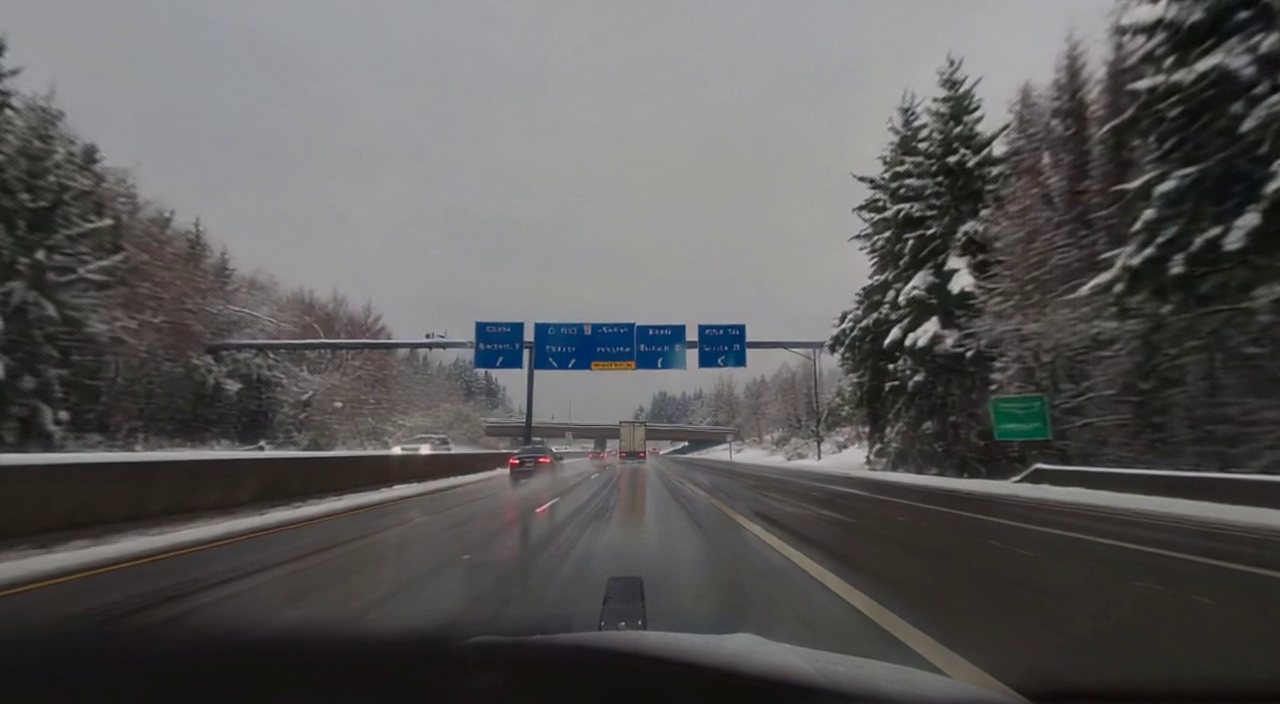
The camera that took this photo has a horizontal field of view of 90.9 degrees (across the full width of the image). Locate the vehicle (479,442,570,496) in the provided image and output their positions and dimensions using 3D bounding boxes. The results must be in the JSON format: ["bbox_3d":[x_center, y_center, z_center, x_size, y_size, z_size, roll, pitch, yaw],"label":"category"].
[{"bbox_3d":[-3.561,3.701,20.313,2.042,1.526,4.516,0,-9,0],"label":"vehicle"}]

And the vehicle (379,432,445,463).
[{"bbox_3d":[-12.402,5.282,34.642,1.959,1.556,4.499,0,-9,-1],"label":"vehicle"}]
